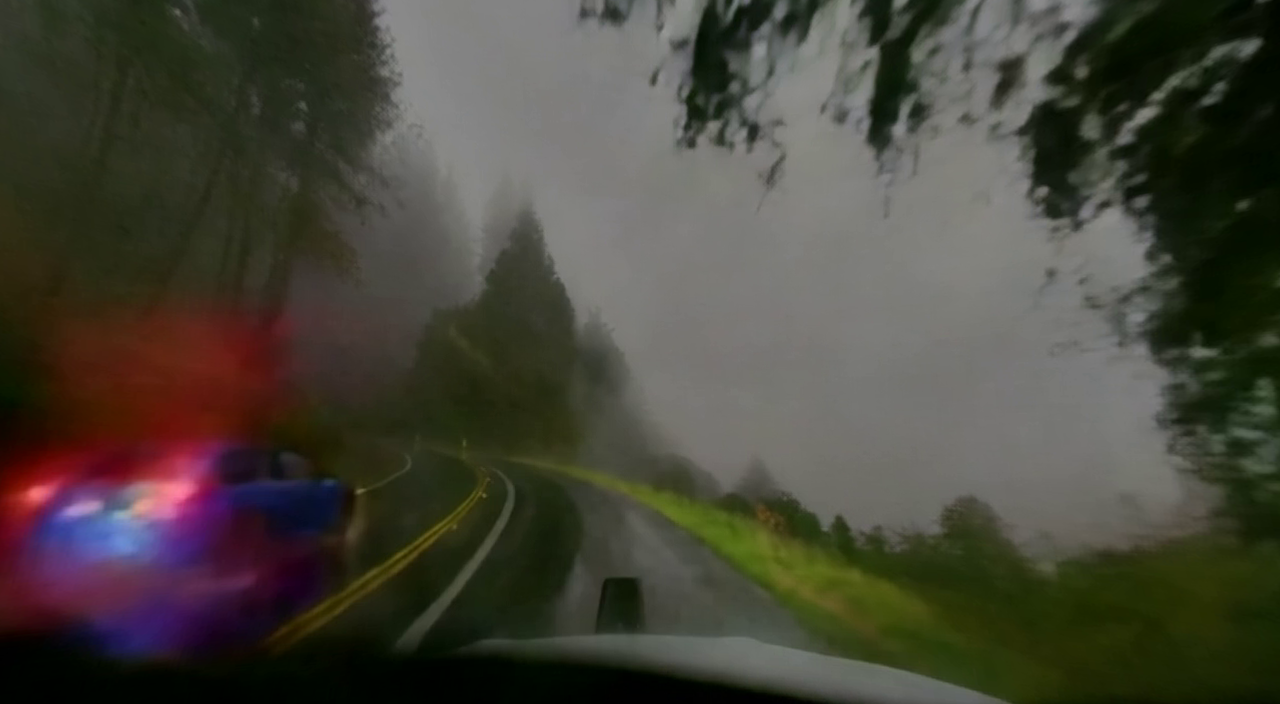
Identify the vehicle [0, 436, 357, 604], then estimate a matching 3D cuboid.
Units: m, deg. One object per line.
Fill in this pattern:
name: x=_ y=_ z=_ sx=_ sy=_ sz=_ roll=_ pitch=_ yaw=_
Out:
vehicle: x=-5.419 y=1.855 z=7.955 sx=2.042 sy=1.483 sz=4.288 roll=0 pitch=-9 yaw=-5
